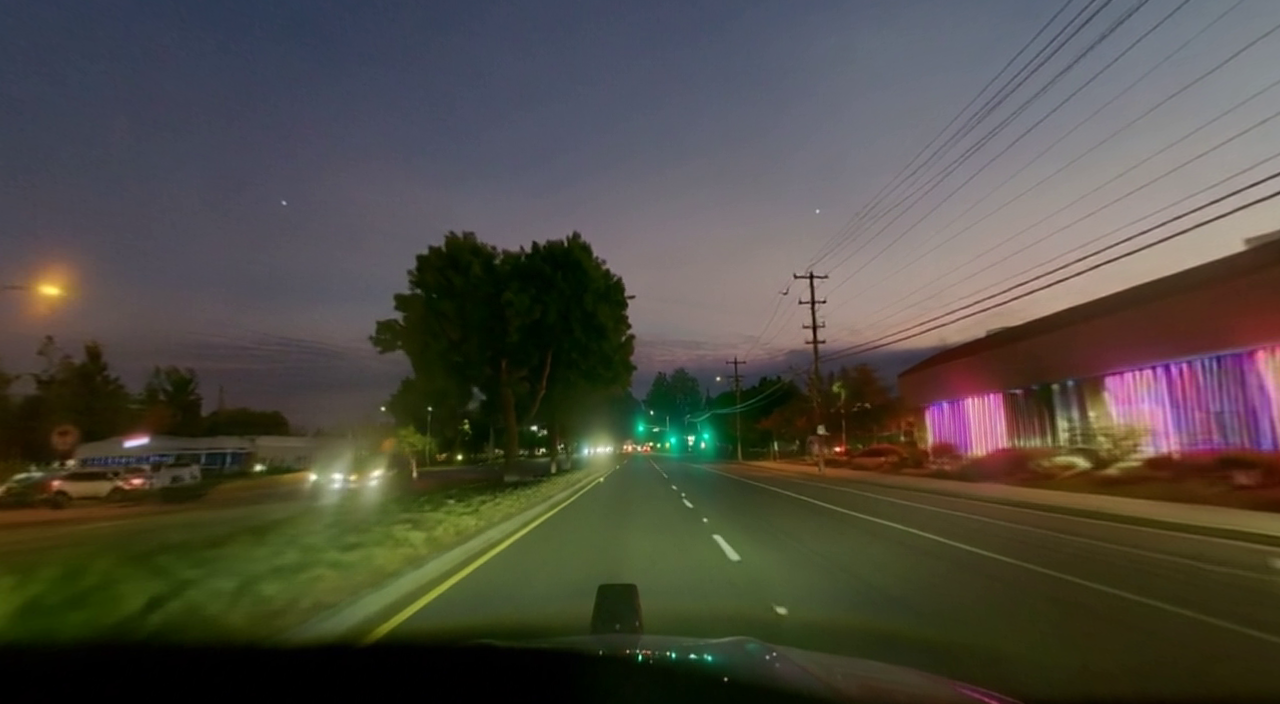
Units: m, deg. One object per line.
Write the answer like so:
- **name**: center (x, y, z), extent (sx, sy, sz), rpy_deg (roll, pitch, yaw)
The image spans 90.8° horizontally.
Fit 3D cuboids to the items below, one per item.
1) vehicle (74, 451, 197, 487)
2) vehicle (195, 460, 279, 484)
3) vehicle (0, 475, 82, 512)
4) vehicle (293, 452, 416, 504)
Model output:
- **vehicle**: center (-29.700, 6.881, 37.311), extent (5.145, 1.979, 2.281), rpy_deg (0, -9, -3)
- **vehicle**: center (-29.701, 8.807, 46.645), extent (4.662, 1.599, 2.133), rpy_deg (0, -8, -3)
- **vehicle**: center (-29.686, 6.765, 30.138), extent (4.377, 1.520, 1.843), rpy_deg (-2, -9, 2)
- **vehicle**: center (-9.239, 4.086, 20.960), extent (1.900, 1.488, 4.675), rpy_deg (-1, -9, 0)
